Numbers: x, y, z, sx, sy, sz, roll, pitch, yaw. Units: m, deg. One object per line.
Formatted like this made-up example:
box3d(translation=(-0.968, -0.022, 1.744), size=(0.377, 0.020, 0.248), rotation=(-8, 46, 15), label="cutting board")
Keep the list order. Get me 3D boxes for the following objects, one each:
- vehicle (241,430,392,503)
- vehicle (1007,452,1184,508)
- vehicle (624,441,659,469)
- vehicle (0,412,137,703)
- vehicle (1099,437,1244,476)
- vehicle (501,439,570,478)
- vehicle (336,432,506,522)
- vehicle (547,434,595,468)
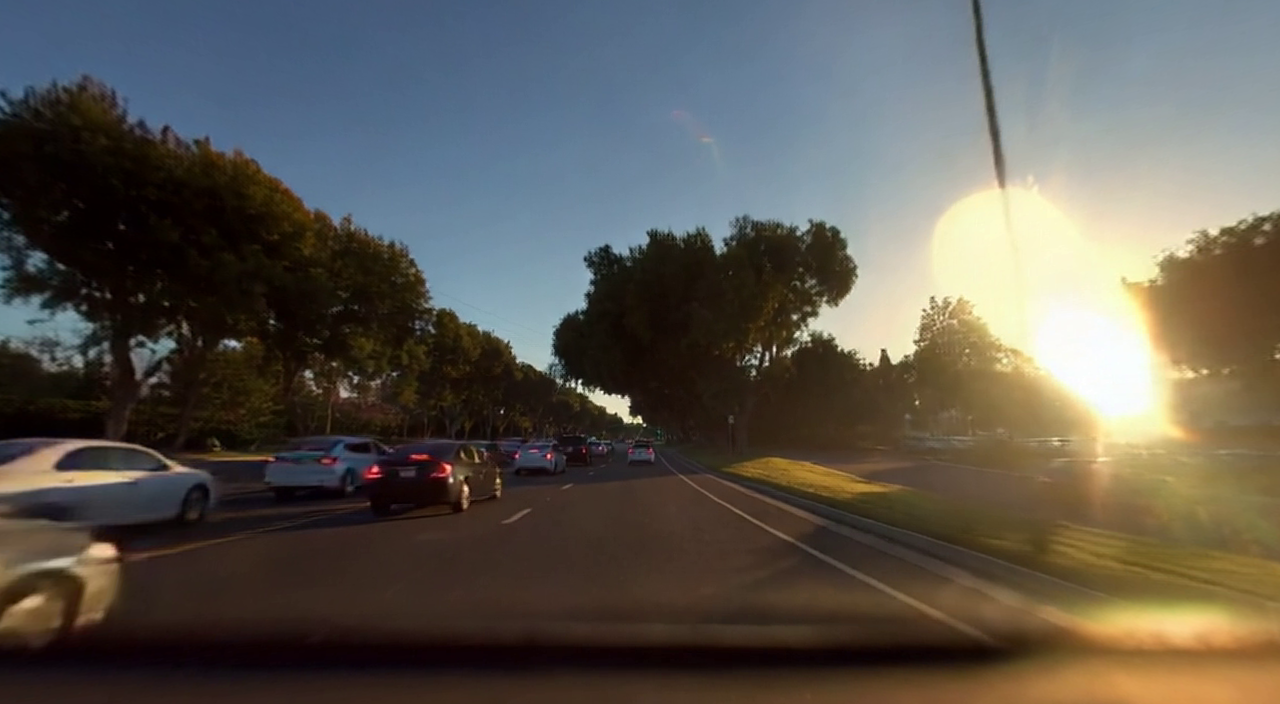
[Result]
box3d(translation=(-7.771, 2.759, 15.601), size=(1.766, 1.553, 3.696), rotation=(0, -8, 0), label="vehicle")
box3d(translation=(14.824, 4.161, 20.717), size=(4.265, 1.693, 1.902), rotation=(0, -8, 0), label="vehicle")
box3d(translation=(0.093, 5.779, 35.676), size=(1.875, 1.453, 3.888), rotation=(0, -8, 0), label="vehicle")
box3d(translation=(-4.308, 0.867, 1.859), size=(1.904, 1.496, 4.481), rotation=(-1, -8, 1), label="vehicle")
box3d(translation=(28.145, 5.535, 33.537), size=(5.741, 1.952, 2.128), rotation=(0, -8, -2), label="vehicle")
box3d(translation=(-4.143, 4.309, 25.786), size=(1.975, 1.447, 4.356), rotation=(-1, -8, 2), label="vehicle")
box3d(translation=(-4.198, 2.450, 12.951), size=(1.871, 1.502, 4.240), rotation=(-1, -8, 1), label="vehicle")
box3d(translation=(-3.779, 5.513, 35.232), size=(2.130, 1.749, 4.904), rotation=(0, -8, 0), label="vehicle")
